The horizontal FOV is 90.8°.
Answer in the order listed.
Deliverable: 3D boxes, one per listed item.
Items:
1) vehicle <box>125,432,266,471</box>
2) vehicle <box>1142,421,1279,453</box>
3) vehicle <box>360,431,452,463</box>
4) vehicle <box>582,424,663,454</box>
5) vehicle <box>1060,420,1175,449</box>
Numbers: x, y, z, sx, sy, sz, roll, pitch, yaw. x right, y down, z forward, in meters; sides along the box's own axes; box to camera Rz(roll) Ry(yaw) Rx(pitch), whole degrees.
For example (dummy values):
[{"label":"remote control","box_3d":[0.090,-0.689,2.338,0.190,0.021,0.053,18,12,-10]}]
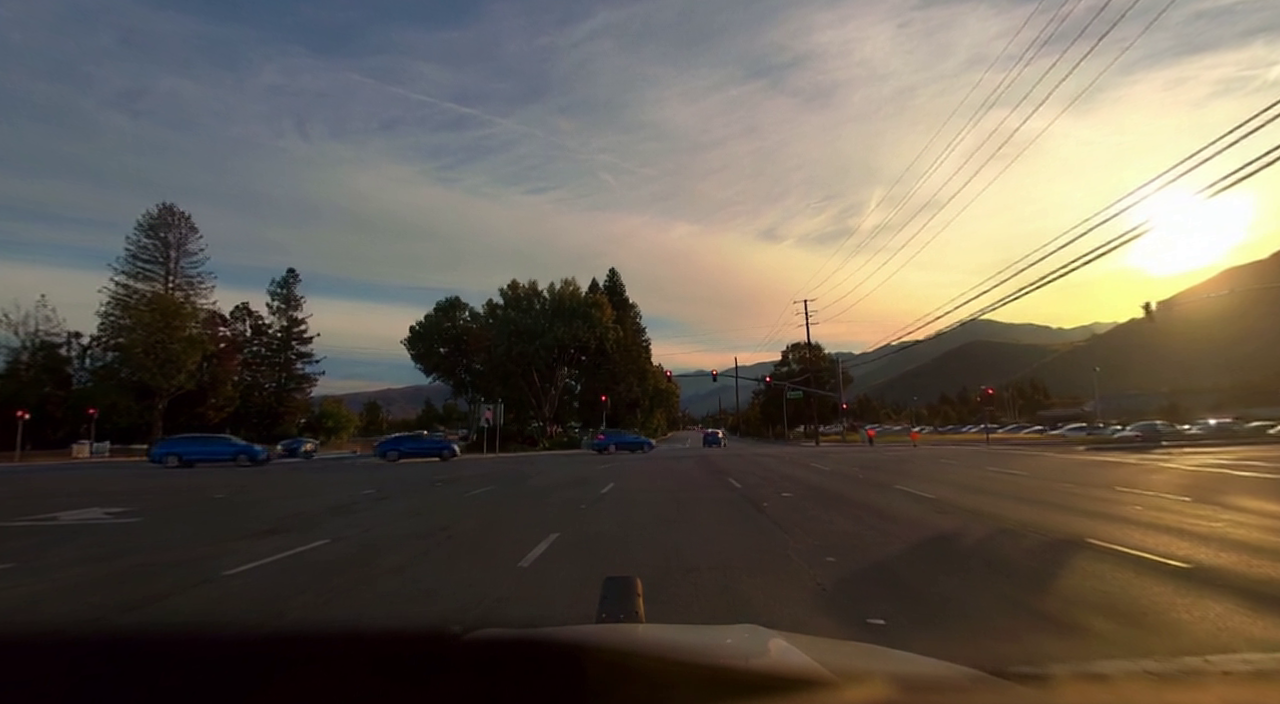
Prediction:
[{"label":"vehicle","box_3d":[-20.597,4.630,29.510,4.812,1.735,2.105,1,-9,-9]},{"label":"vehicle","box_3d":[27.298,4.073,30.227,4.778,1.495,1.959,0,-8,0]},{"label":"vehicle","box_3d":[-11.911,4.861,32.288,4.218,1.542,2.044,3,-9,-21]},{"label":"vehicle","box_3d":[-1.058,5.667,40.829,2.246,1.805,5.228,-8,-12,43]},{"label":"vehicle","box_3d":[28.348,4.953,37.645,5.100,1.680,2.055,0,-8,1]}]
